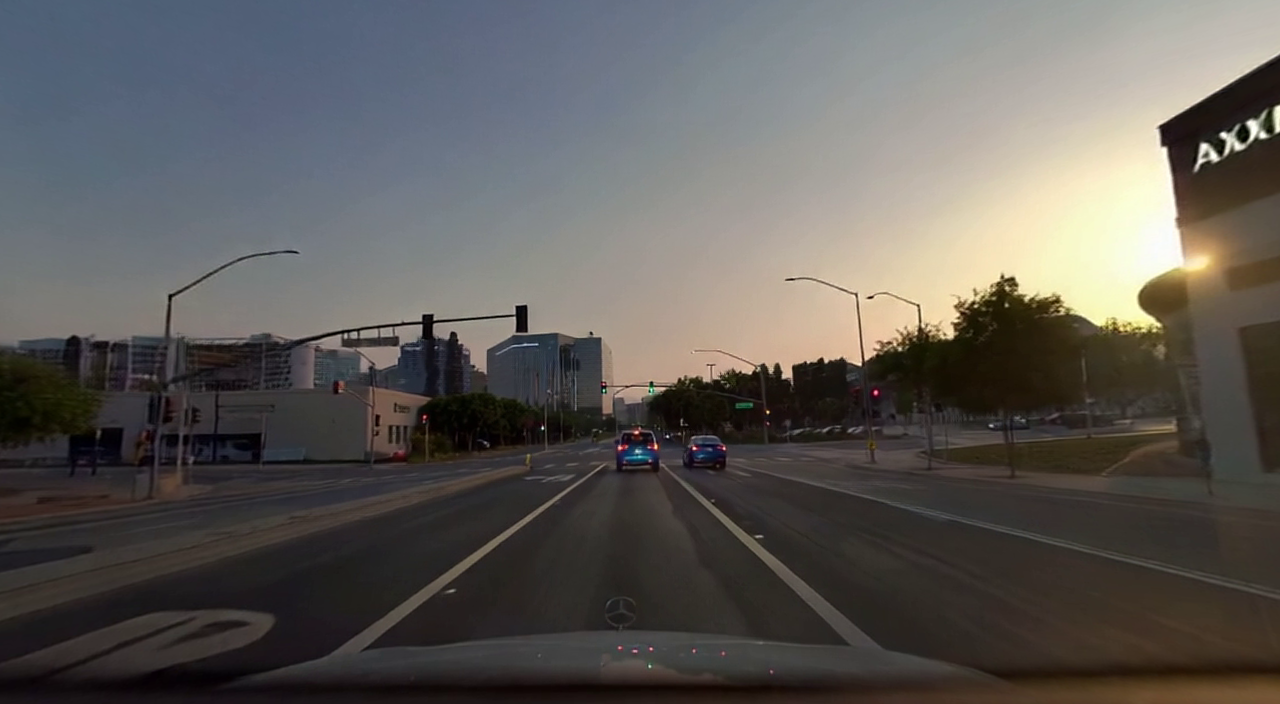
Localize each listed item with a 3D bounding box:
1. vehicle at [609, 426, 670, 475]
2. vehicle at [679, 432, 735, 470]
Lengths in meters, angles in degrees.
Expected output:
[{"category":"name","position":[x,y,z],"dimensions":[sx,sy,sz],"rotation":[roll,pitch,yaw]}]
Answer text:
[{"category":"vehicle","position":[-0.099,4.295,27.730],"dimensions":[2.413,1.939,4.716],"rotation":[0,-8,-2]},{"category":"vehicle","position":[3.187,4.835,30.967],"dimensions":[2.107,1.736,4.228],"rotation":[0,-8,-2]}]
